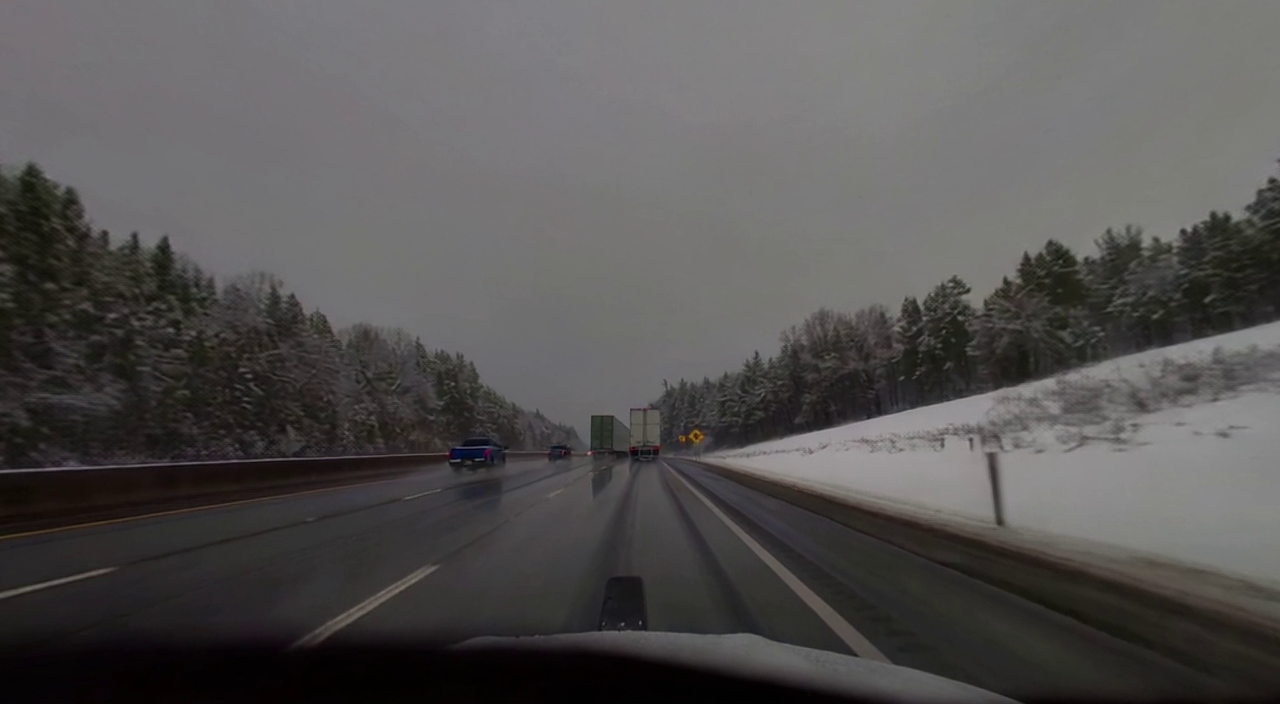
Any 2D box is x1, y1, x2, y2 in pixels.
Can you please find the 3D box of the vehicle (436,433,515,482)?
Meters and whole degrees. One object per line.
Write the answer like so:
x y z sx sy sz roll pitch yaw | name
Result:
-6.982 4.505 27.269 2.149 1.884 4.627 0 -8 0 | vehicle

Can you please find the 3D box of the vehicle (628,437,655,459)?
0.123 7.624 49.994 2.072 1.630 4.529 0 -8 0 | vehicle
